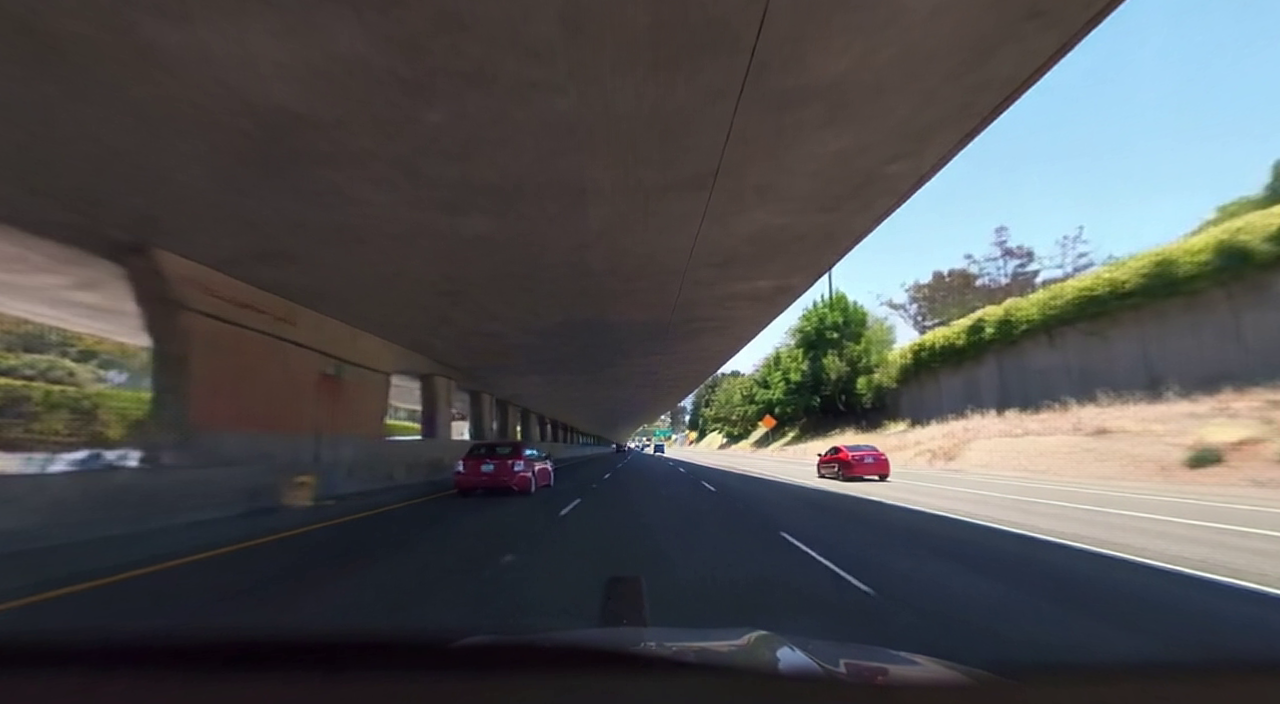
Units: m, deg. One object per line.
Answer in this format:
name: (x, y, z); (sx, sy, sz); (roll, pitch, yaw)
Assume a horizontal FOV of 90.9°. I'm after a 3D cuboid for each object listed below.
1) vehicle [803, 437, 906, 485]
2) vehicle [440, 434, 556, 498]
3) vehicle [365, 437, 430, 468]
vehicle: (7.301, 3.758, 22.035); (1.914, 1.465, 4.574); (0, -8, -1)
vehicle: (-3.761, 3.133, 17.734); (2.085, 1.533, 4.861); (0, -8, 1)
vehicle: (-17.099, 7.143, 44.867); (2.301, 2.034, 5.719); (0, -8, 0)
